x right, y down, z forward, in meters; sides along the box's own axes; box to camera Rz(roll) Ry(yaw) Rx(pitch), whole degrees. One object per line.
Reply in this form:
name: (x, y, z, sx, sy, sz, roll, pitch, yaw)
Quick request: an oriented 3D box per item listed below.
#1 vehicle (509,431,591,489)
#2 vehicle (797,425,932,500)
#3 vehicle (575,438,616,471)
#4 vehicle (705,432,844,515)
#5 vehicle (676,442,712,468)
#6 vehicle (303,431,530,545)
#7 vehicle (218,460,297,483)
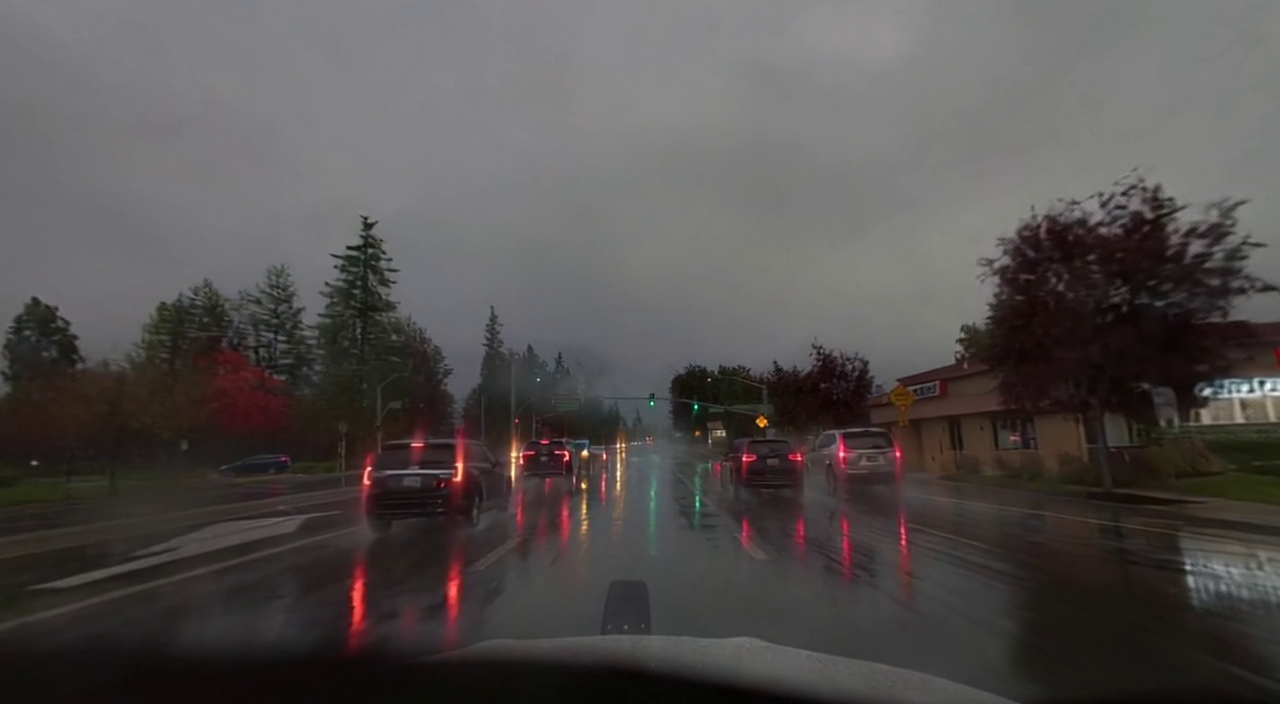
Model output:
vehicle: (-3.075, 3.811, 22.599, 2.187, 1.825, 4.621, 0, -9, 1)
vehicle: (5.875, 2.954, 17.186, 1.979, 1.738, 4.418, 0, -9, -1)
vehicle: (-2.676, 6.283, 38.863, 2.140, 1.868, 4.675, 0, -9, 1)
vehicle: (2.708, 2.566, 13.787, 2.004, 1.512, 4.206, 0, -9, -1)
vehicle: (3.494, 6.781, 41.603, 2.030, 1.628, 4.080, 0, -9, 0)
vehicle: (-3.402, 2.172, 10.788, 2.087, 1.494, 4.626, -1, -9, 1)
vehicle: (-30.153, 9.425, 49.810, 5.026, 1.630, 1.832, 3, -9, -23)
